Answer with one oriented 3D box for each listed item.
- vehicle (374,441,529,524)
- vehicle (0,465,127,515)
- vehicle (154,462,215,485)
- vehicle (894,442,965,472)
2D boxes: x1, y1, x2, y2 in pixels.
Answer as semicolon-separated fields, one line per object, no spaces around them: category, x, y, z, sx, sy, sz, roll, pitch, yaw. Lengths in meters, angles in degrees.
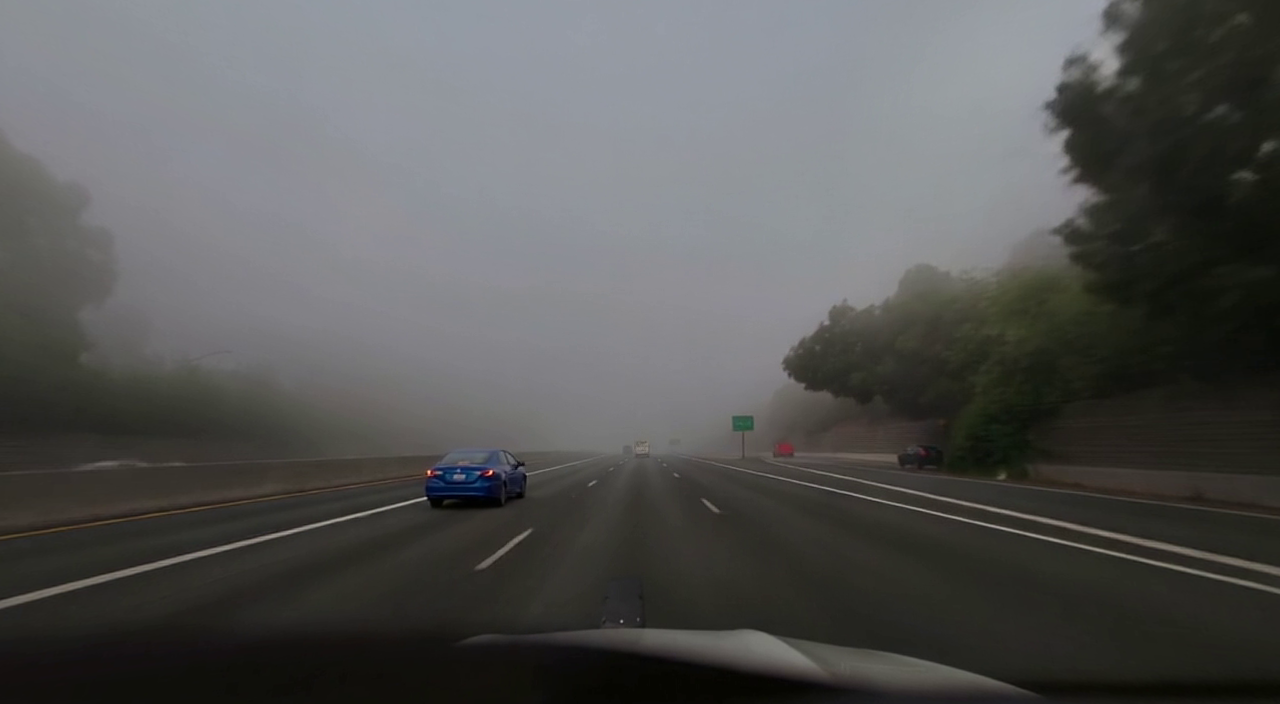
vehicle;-3.770;2.675;13.554;1.873;1.438;4.546;-1;-9;1
vehicle;-19.888;4.592;21.315;1.701;1.412;3.968;0;-9;0
vehicle;-30.767;8.212;42.739;1.655;1.409;3.416;0;-9;-2
vehicle;15.154;5.500;33.250;1.805;1.427;4.447;-1;-9;3
